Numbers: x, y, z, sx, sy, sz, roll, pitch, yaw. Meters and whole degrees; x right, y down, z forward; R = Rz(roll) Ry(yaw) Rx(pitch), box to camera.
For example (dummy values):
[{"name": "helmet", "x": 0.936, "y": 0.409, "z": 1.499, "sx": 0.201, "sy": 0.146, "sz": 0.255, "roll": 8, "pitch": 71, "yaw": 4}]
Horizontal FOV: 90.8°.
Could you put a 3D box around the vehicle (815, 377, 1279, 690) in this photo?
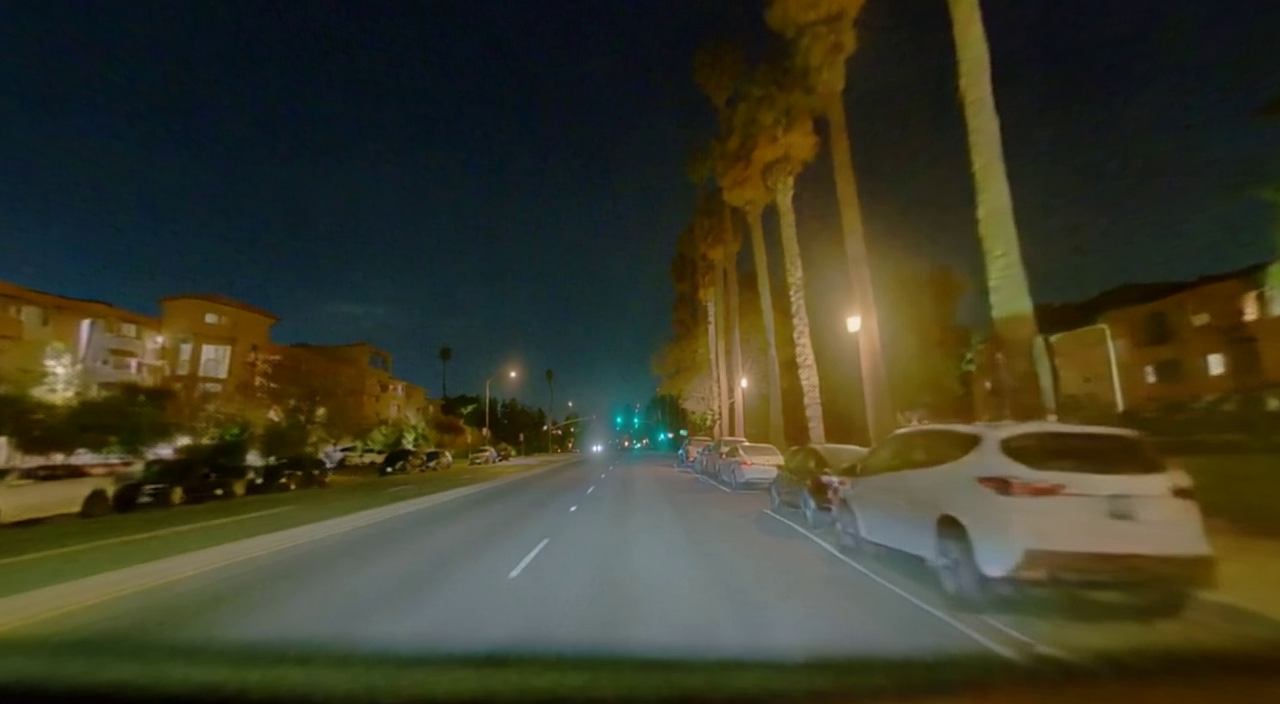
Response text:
[{"name": "vehicle", "x": 3.591, "y": 1.383, "z": 6.167, "sx": 2.221, "sy": 1.718, "sz": 5.192, "roll": 0, "pitch": -9, "yaw": -1}]

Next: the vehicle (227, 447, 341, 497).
[{"name": "vehicle", "x": -13.657, "y": 4.569, "z": 24.578, "sx": 1.876, "sy": 1.610, "sz": 4.467, "roll": -1, "pitch": -7, "yaw": -1}]

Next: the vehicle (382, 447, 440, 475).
[{"name": "vehicle", "x": -13.819, "y": 6.573, "z": 38.406, "sx": 1.970, "sy": 1.525, "sz": 4.420, "roll": 0, "pitch": -7, "yaw": -2}]

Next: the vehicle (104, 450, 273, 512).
[{"name": "vehicle", "x": -13.516, "y": 3.836, "z": 19.360, "sx": 1.899, "sy": 1.474, "sz": 4.529, "roll": -1, "pitch": -7, "yaw": -1}]

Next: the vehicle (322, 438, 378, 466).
[{"name": "vehicle", "x": -20.941, "y": 7.243, "z": 45.842, "sx": 1.957, "sy": 1.871, "sz": 4.515, "roll": 0, "pitch": -9, "yaw": 0}]

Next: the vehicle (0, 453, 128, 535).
[{"name": "vehicle", "x": -13.500, "y": 2.940, "z": 13.194, "sx": 1.921, "sy": 1.498, "sz": 4.460, "roll": 0, "pitch": -7, "yaw": -1}]
